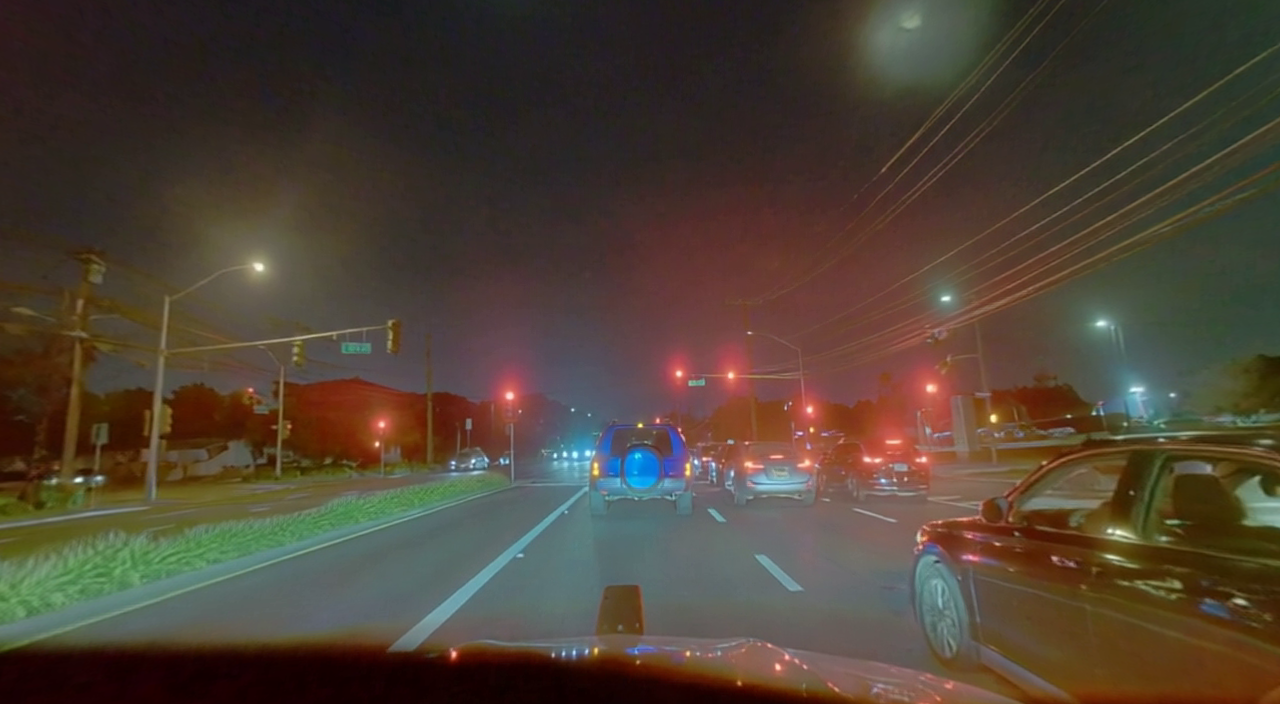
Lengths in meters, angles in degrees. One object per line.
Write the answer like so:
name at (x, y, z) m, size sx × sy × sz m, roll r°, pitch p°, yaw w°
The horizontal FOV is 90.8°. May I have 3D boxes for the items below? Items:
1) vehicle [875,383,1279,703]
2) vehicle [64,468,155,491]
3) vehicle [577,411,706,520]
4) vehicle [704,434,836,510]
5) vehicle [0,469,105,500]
vehicle at (2.770, 0.932, 2.500) m, size 2.004 × 1.460 × 4.297 m, roll 0°, pitch -9°, yaw 0°
vehicle at (-37.897, 9.115, 45.242) m, size 4.569 × 1.505 × 1.992 m, roll 1°, pitch -9°, yaw -5°
vehicle at (0.008, 2.334, 13.424) m, size 2.236 × 1.856 × 4.816 m, roll 0°, pitch -9°, yaw 0°
vehicle at (2.790, 2.694, 14.663) m, size 2.025 × 1.477 × 4.333 m, roll 0°, pitch -9°, yaw -1°
vehicle at (-33.260, 7.411, 35.443) m, size 4.550 × 1.601 × 1.766 m, roll 1°, pitch -9°, yaw -7°
